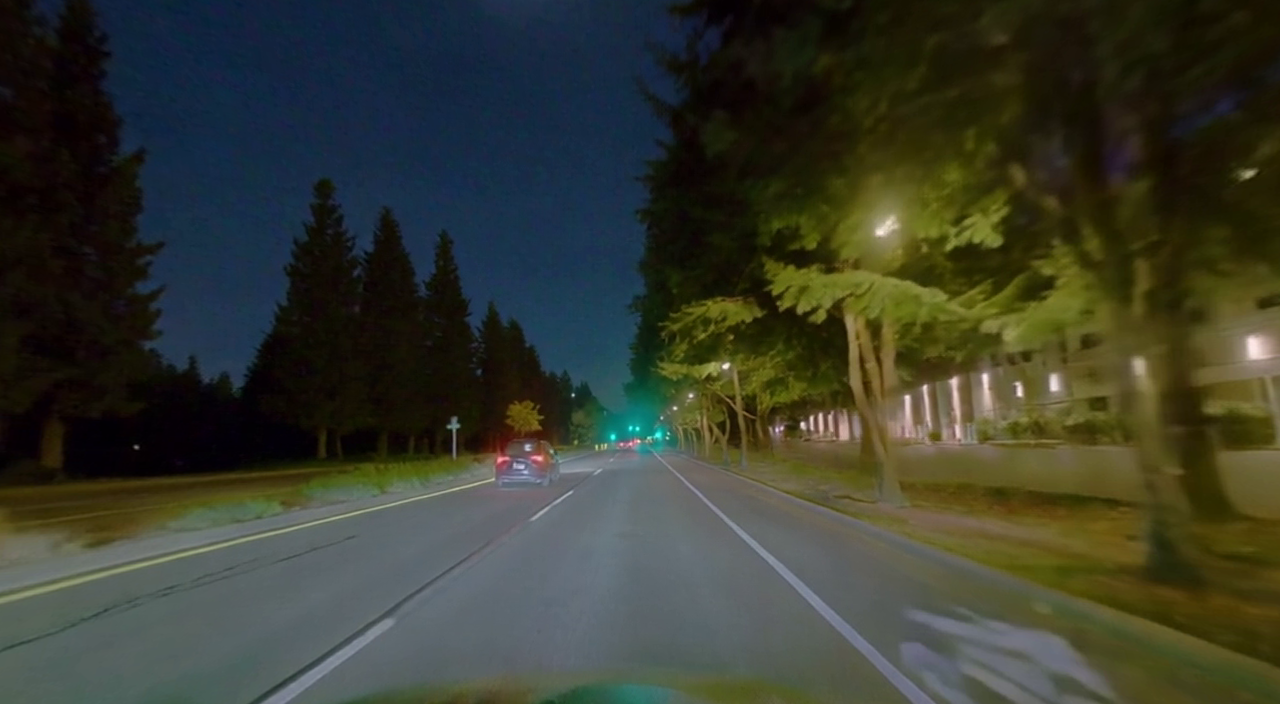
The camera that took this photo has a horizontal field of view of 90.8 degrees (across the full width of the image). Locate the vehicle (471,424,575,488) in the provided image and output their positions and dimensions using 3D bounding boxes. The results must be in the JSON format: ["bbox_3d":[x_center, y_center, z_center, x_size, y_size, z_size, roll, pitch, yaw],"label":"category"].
[{"bbox_3d":[-3.421,3.147,19.511,2.202,1.685,4.772,-1,-8,1],"label":"vehicle"}]
